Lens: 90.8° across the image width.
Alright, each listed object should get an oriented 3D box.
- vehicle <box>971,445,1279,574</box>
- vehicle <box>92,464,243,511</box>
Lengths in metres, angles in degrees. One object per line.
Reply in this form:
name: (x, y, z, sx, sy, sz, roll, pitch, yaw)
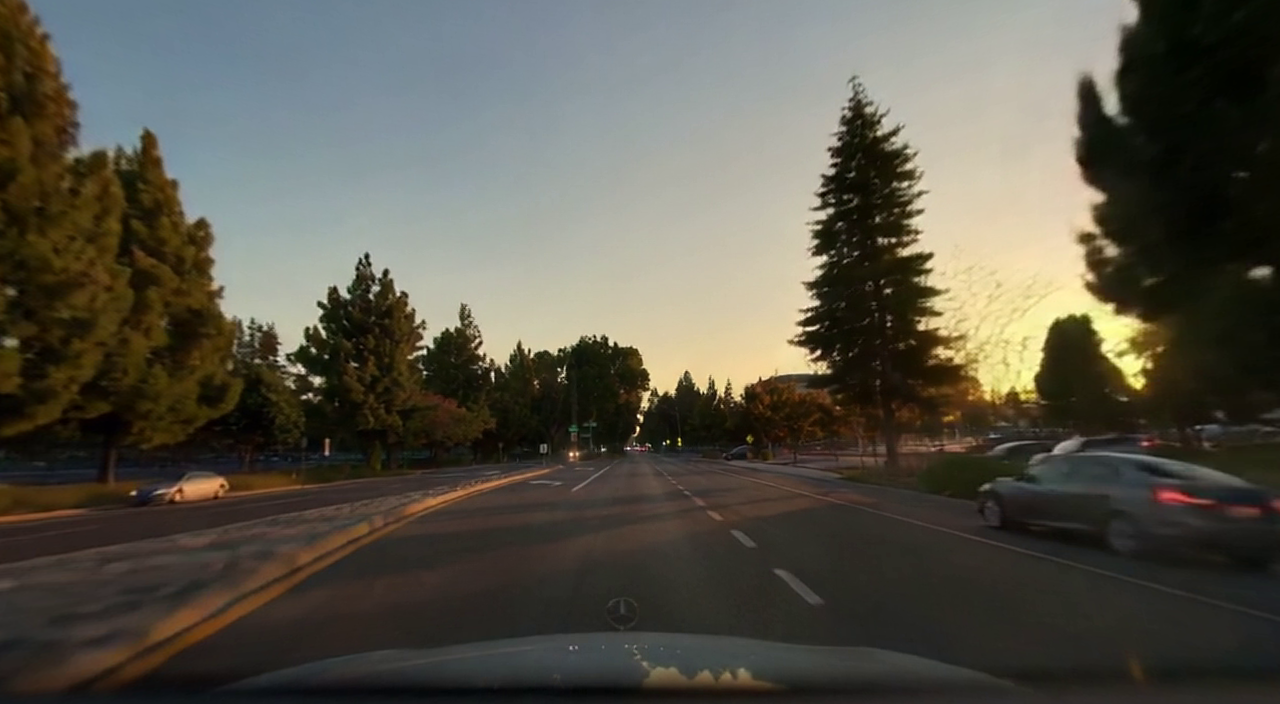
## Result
vehicle: (7.271, 2.168, 9.584, 1.961, 1.465, 4.468, 0, -9, -2)
vehicle: (-17.626, 5.046, 23.964, 1.961, 1.437, 4.867, 0, -9, 0)
